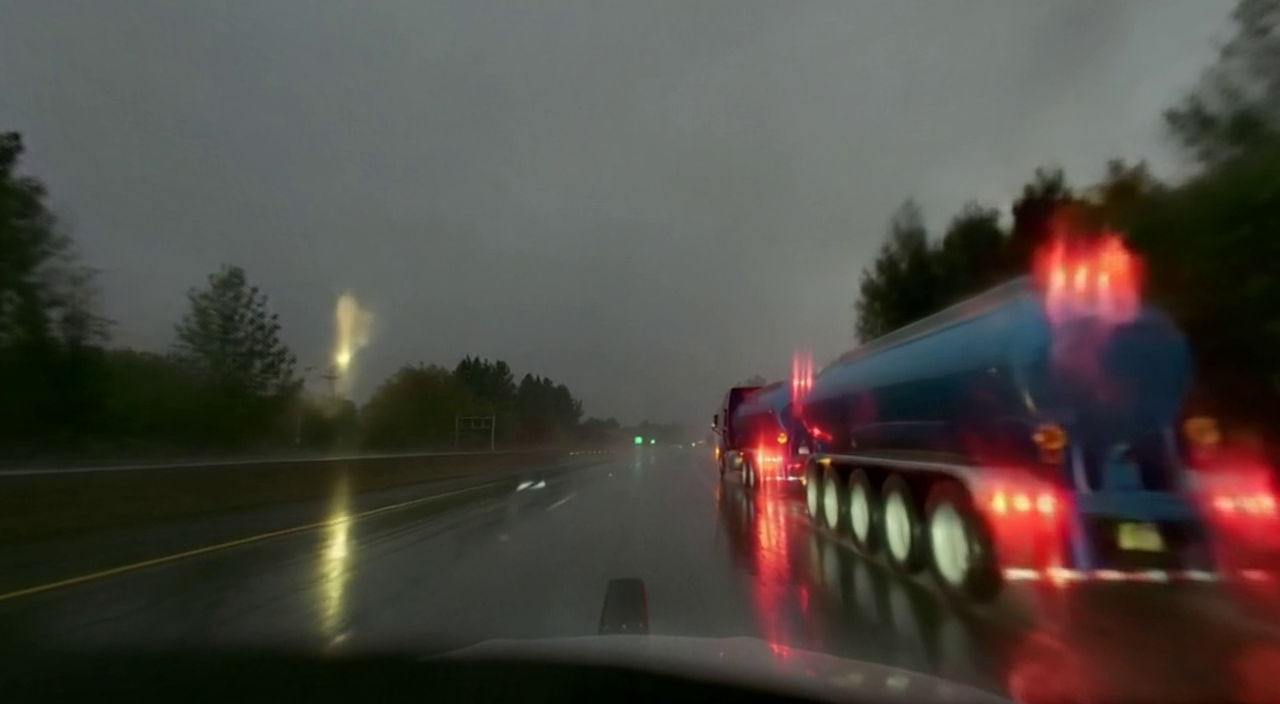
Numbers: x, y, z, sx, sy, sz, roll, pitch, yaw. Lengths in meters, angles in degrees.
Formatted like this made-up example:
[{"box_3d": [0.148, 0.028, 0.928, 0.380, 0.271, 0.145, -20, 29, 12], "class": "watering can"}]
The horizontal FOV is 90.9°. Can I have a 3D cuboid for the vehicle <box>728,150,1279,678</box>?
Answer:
[{"box_3d": [4.017, 1.376, 11.473, 2.880, 3.624, 14.397, 0, -8, 0], "class": "vehicle"}]
